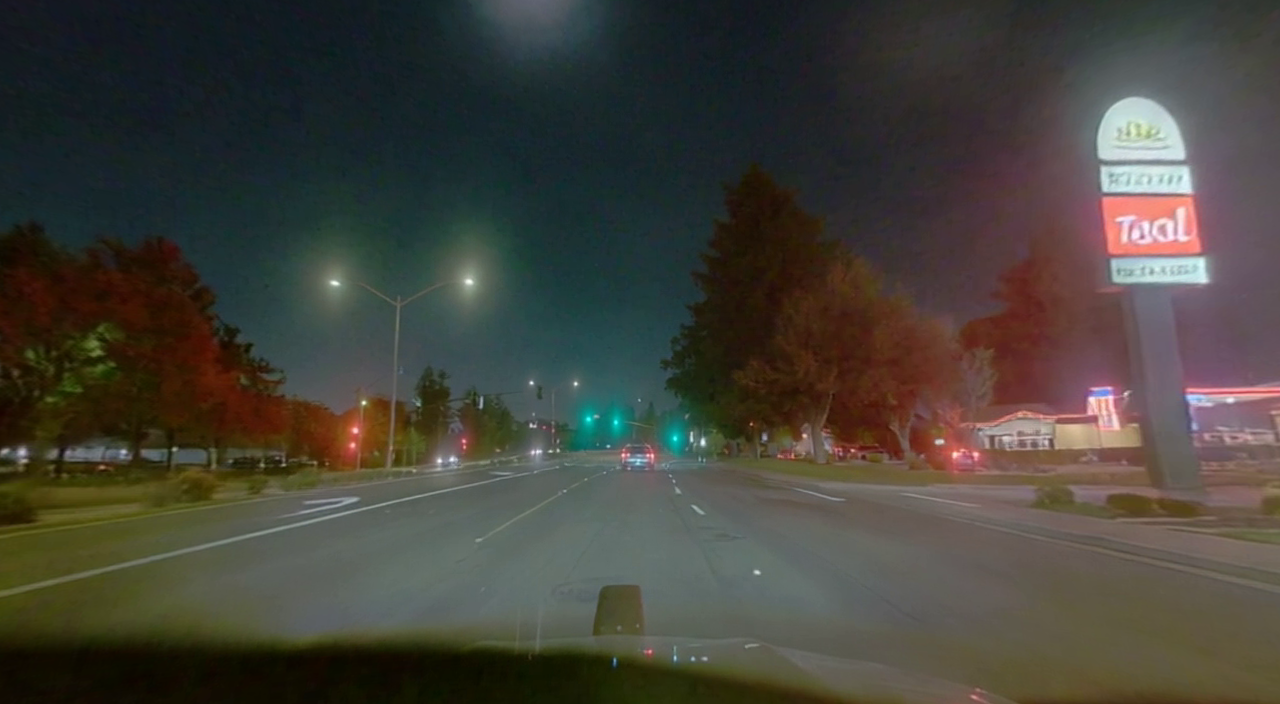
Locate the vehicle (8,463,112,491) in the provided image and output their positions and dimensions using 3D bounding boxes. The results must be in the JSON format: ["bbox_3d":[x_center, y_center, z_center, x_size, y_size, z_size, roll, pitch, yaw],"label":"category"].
[{"bbox_3d":[-32.171,6.919,35.120,3.791,1.473,1.942,0,-9,-2],"label":"vehicle"}]

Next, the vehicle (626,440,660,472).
[{"bbox_3d":[0.228,6.791,41.389,2.096,1.961,4.259,0,-9,2],"label":"vehicle"}]
